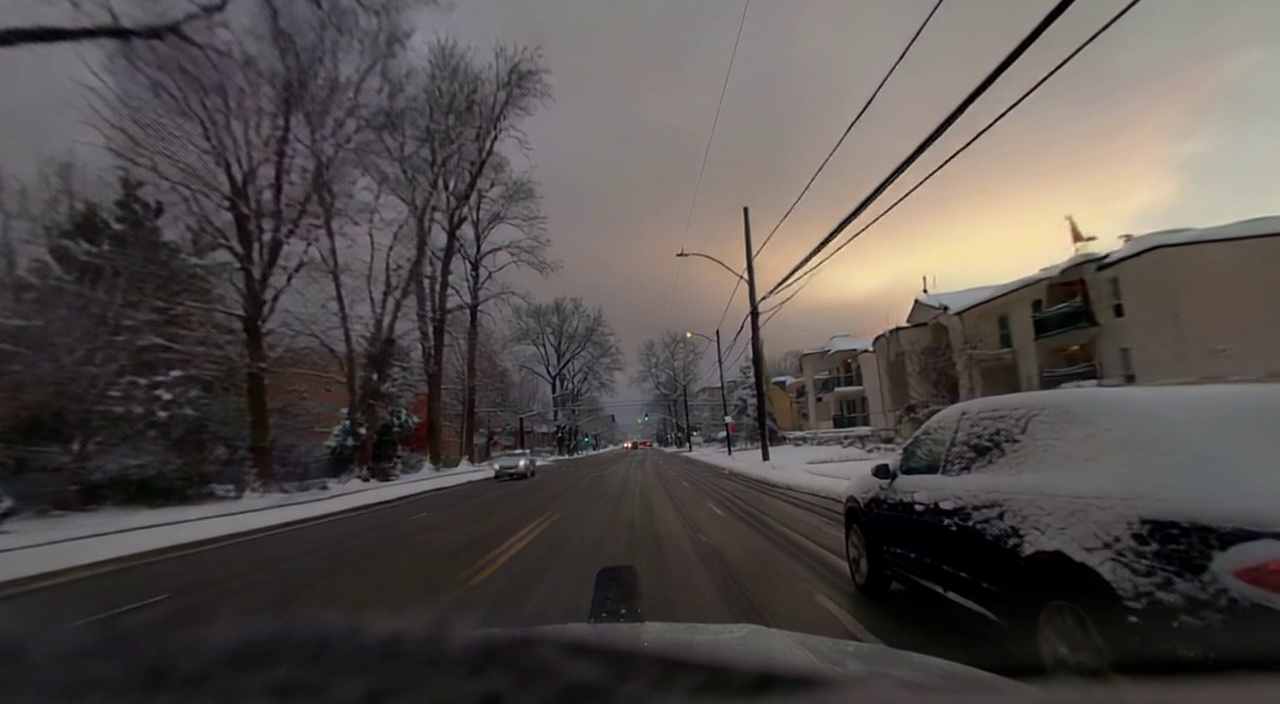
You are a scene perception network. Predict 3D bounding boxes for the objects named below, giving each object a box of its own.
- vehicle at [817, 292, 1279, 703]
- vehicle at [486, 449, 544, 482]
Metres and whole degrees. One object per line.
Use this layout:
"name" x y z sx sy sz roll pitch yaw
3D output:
"vehicle" 2.980 1.046 4.024 2.224 1.791 4.834 0 -9 -1
"vehicle" -6.305 5.756 32.374 2.031 1.521 4.538 -1 -9 1
